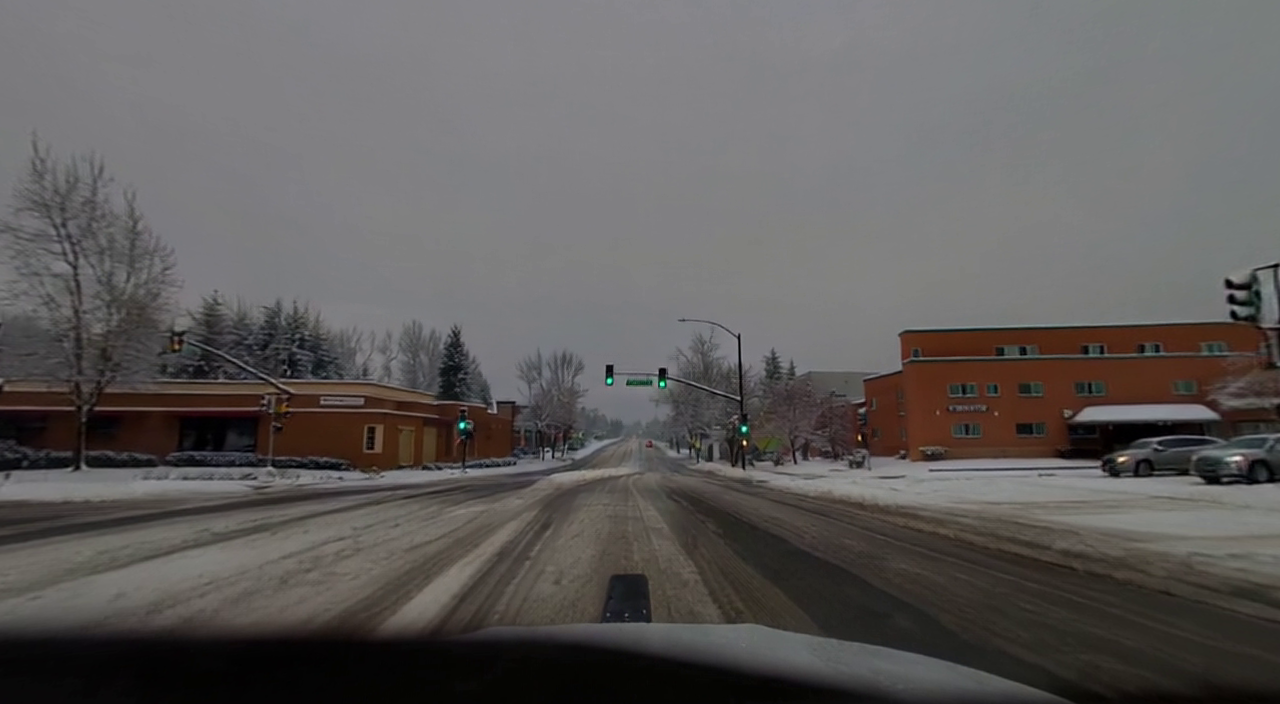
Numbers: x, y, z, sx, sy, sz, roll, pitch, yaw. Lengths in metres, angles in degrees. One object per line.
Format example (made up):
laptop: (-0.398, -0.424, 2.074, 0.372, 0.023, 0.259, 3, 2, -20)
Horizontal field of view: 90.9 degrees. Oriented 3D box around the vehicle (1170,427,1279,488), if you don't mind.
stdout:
vehicle: (17.977, 2.940, 17.745, 4.288, 1.600, 1.927, 0, -8, 1)
